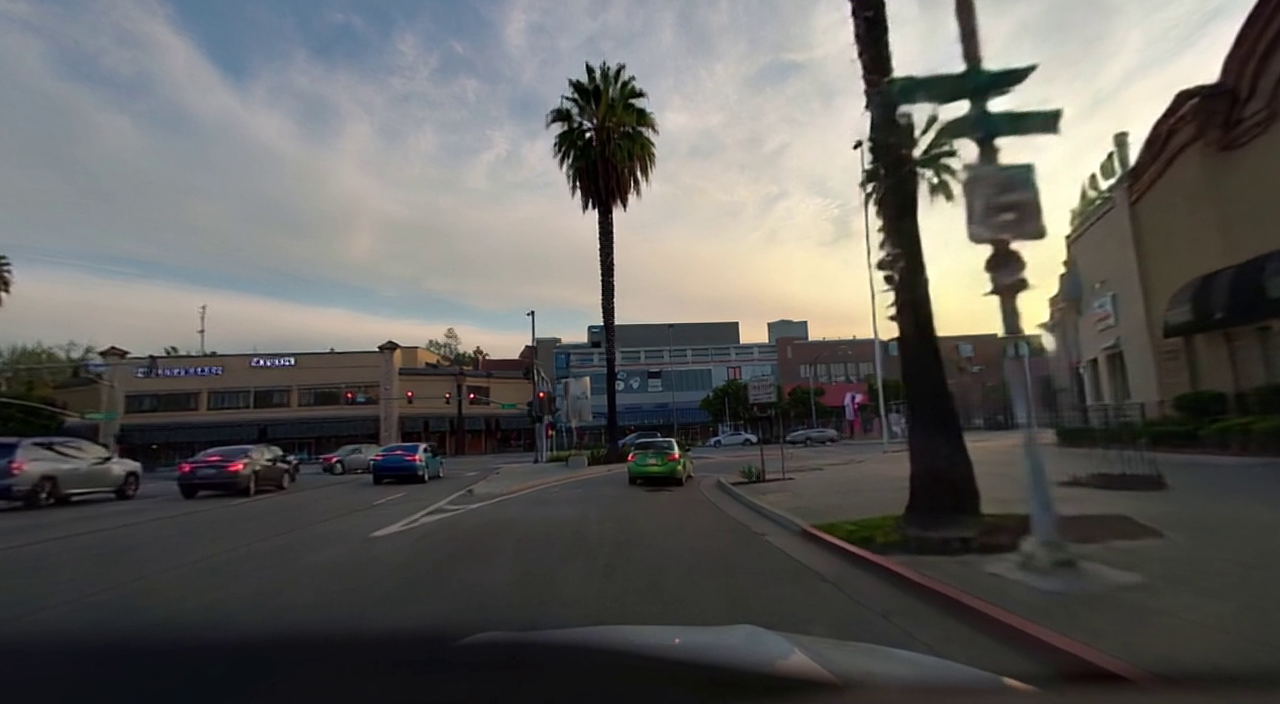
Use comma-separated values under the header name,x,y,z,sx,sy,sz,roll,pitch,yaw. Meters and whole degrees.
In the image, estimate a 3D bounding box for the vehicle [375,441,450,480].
name,x,y,z,sx,sy,sz,roll,pitch,yaw
vehicle,-9.574,4.594,26.993,1.912,1.487,4.471,1,-9,-6

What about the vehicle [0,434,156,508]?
name,x,y,z,sx,sy,sz,roll,pitch,yaw
vehicle,-18.732,3.685,20.126,2.627,2.009,5.719,1,-9,-8

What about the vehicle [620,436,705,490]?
name,x,y,z,sx,sy,sz,roll,pitch,yaw
vehicle,0.843,3.460,20.055,2.070,1.493,4.570,-2,-9,10

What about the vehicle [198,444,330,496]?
name,x,y,z,sx,sy,sz,roll,pitch,yaw
vehicle,-12.011,3.774,20.591,1.905,1.482,4.463,1,-9,-6
